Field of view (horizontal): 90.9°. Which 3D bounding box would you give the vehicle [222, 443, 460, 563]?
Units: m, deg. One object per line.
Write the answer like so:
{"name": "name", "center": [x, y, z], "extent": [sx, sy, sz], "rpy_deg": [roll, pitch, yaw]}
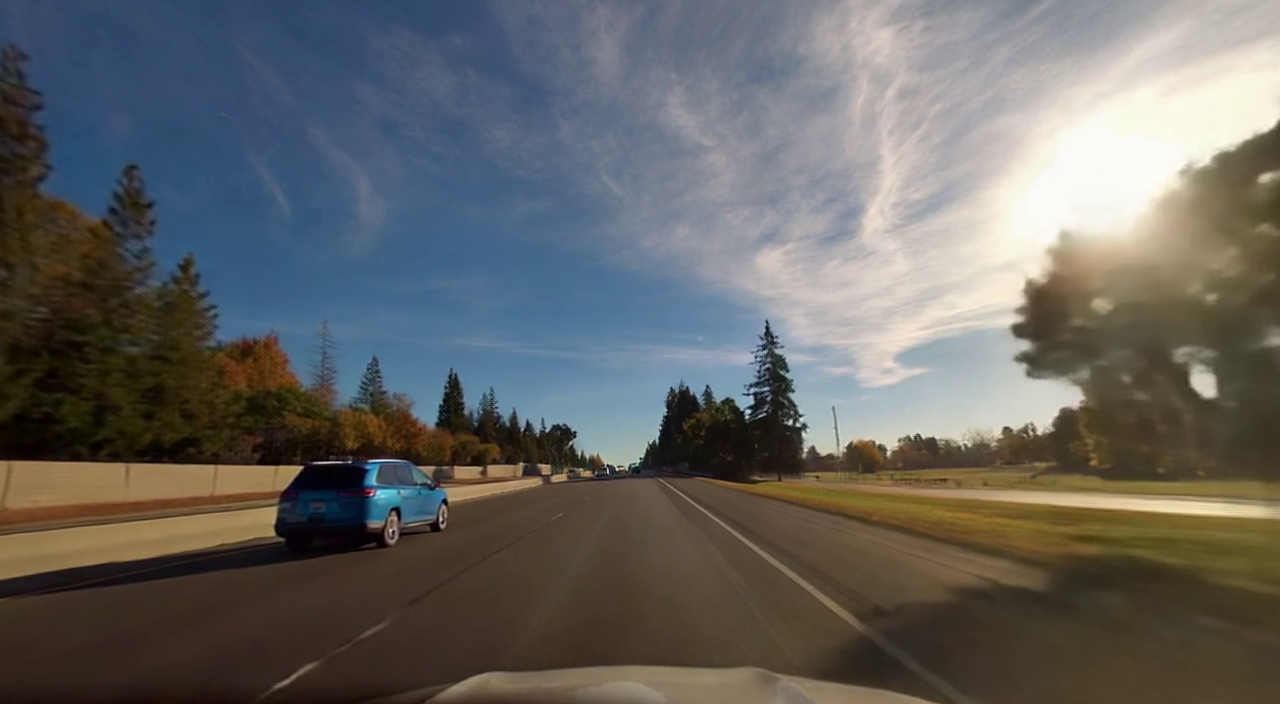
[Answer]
{"name": "vehicle", "center": [-4.506, 2.358, 10.330], "extent": [1.914, 1.534, 4.015], "rpy_deg": [1, -10, 0]}
